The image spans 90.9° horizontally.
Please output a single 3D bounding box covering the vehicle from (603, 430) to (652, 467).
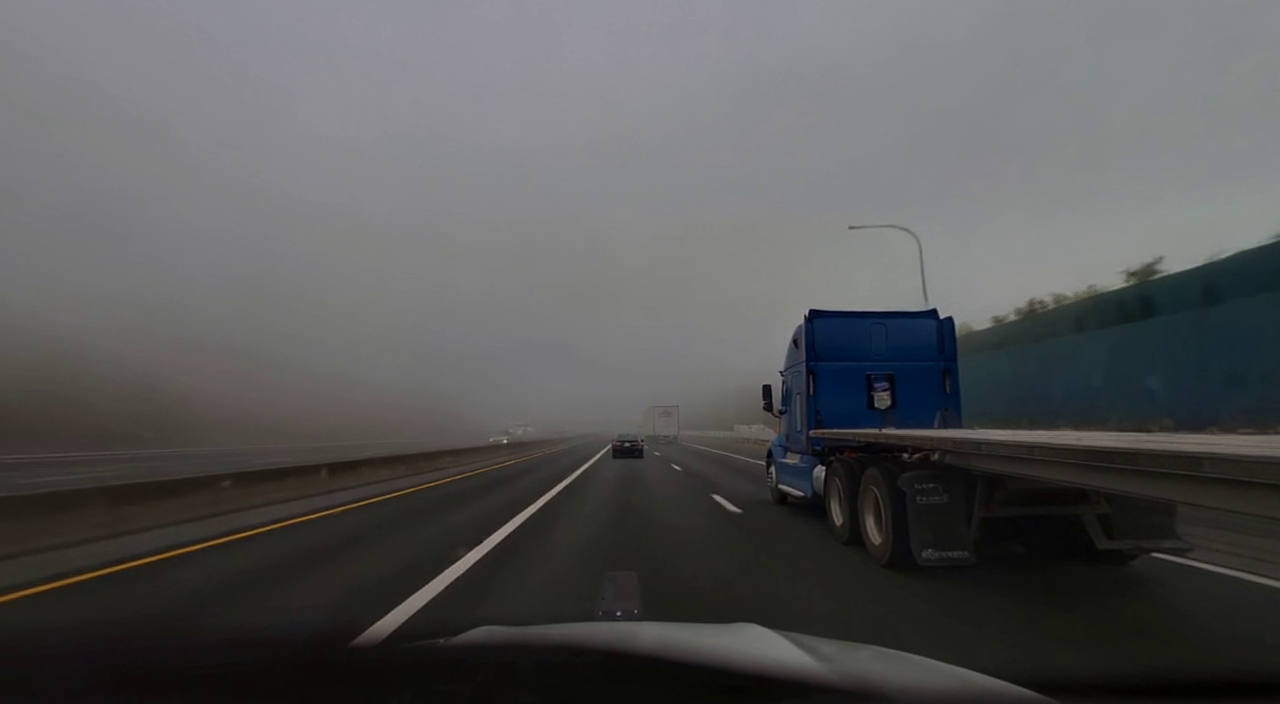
[{"bbox_3d":[-0.534,4.088,26.975,1.929,1.469,3.677,0,-8,-1],"label":"vehicle"}]

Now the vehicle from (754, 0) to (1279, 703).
[{"bbox_3d":[3.541,0.171,5.091,2.919,3.634,10.888,0,-8,-1],"label":"vehicle"}]
